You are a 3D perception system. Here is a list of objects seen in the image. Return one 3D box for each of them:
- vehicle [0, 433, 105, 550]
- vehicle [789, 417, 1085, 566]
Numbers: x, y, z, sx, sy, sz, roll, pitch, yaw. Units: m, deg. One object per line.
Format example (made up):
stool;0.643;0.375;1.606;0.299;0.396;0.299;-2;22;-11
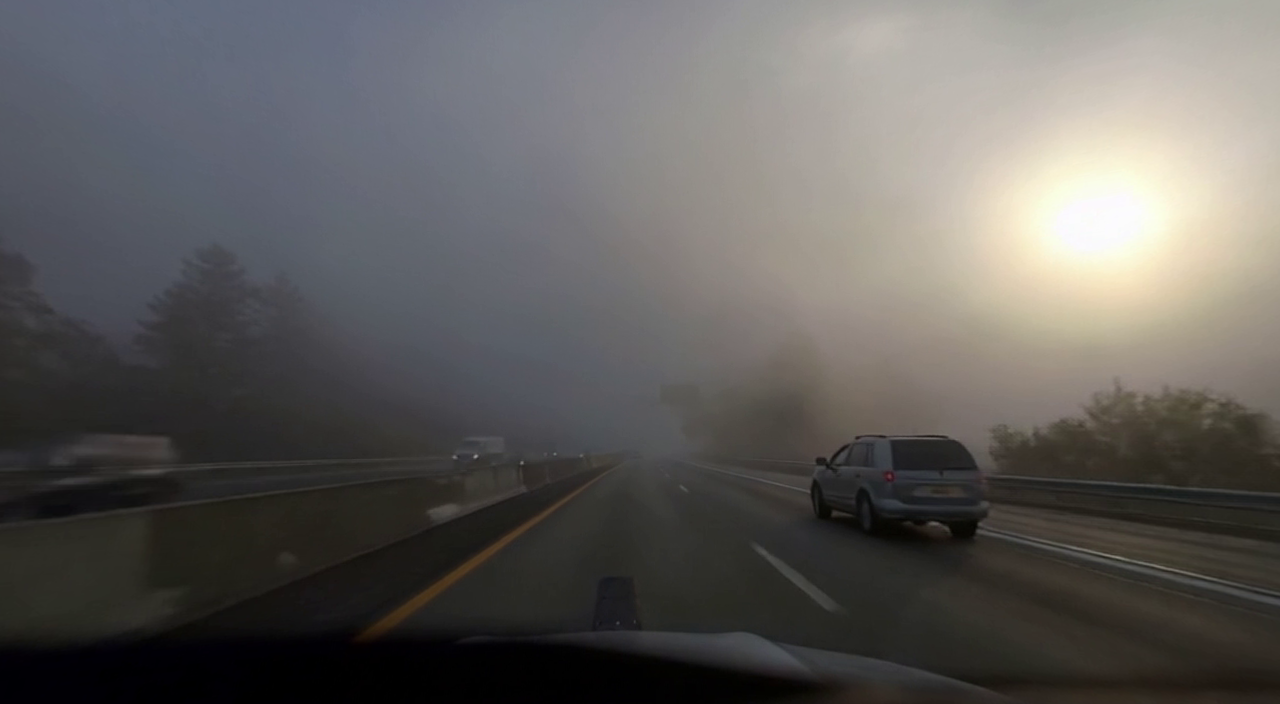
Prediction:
vehicle;-9.453;1.790;7.864;1.897;1.540;4.049;0;-9;-1
vehicle;3.934;1.944;9.506;2.089;1.660;4.729;0;-9;-1
